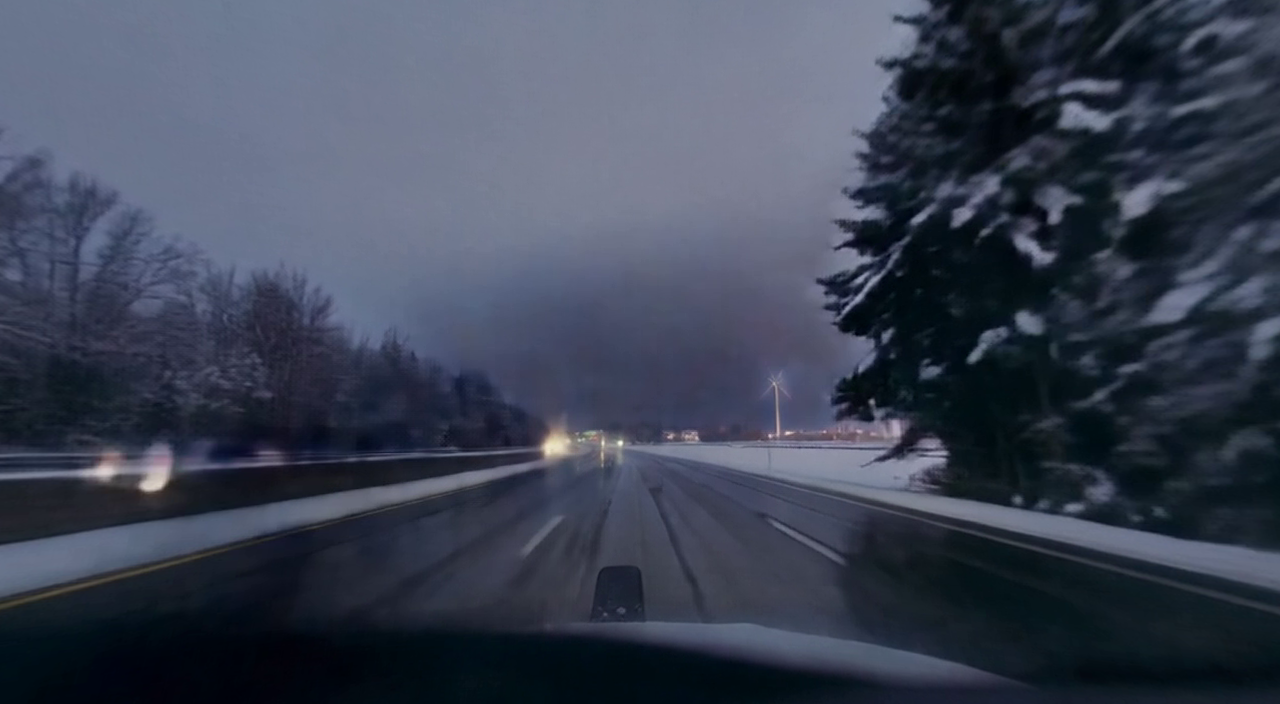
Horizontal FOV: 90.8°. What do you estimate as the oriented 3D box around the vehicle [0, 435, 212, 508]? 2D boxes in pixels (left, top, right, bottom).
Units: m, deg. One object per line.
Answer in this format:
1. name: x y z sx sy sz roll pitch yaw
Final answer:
1. vehicle: -12.883 2.793 15.174 1.942 1.473 4.687 0 -9 -1
